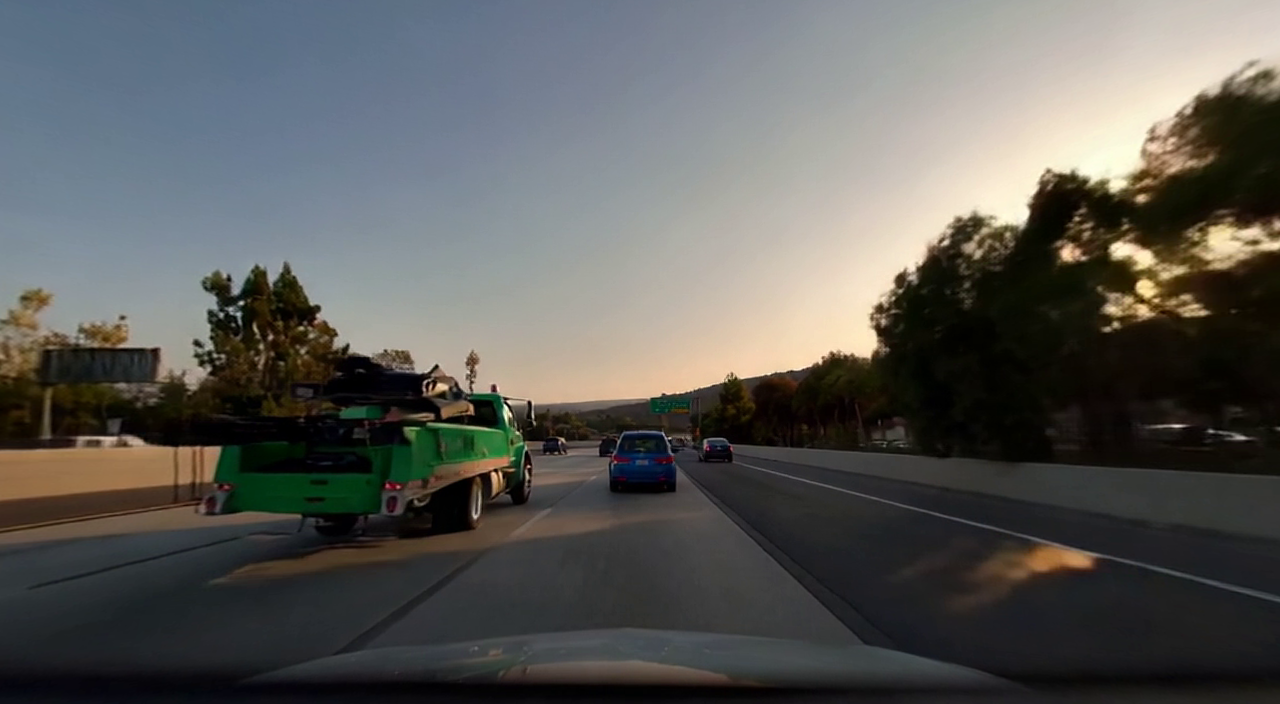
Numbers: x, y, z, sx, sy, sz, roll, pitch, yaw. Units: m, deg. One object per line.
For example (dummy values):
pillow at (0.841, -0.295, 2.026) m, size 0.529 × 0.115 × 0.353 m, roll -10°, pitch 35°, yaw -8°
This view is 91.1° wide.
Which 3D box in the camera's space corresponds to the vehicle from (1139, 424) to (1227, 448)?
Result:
vehicle at (37.711, 5.856, 43.637) m, size 4.326 × 1.638 × 1.967 m, roll 0°, pitch -8°, yaw -2°

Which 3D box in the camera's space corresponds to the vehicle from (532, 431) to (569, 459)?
vehicle at (-6.583, 6.915, 46.856) m, size 2.036 × 1.958 × 4.378 m, roll 0°, pitch -8°, yaw 1°

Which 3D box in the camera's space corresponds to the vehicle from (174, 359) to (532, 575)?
vehicle at (-3.328, 1.536, 9.100) m, size 2.526 × 2.146 × 5.594 m, roll 0°, pitch -8°, yaw 0°

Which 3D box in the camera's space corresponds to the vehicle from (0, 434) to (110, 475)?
vehicle at (-24.254, 4.082, 25.295) m, size 1.791 × 1.480 × 4.430 m, roll 0°, pitch -8°, yaw 1°

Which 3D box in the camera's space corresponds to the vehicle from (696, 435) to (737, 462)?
vehicle at (4.840, 6.167, 40.225) m, size 2.079 × 1.656 × 4.506 m, roll 0°, pitch -8°, yaw 0°

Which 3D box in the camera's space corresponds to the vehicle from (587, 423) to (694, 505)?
vehicle at (0.033, 2.608, 15.087) m, size 2.165 × 1.653 × 4.456 m, roll 0°, pitch -8°, yaw 1°
